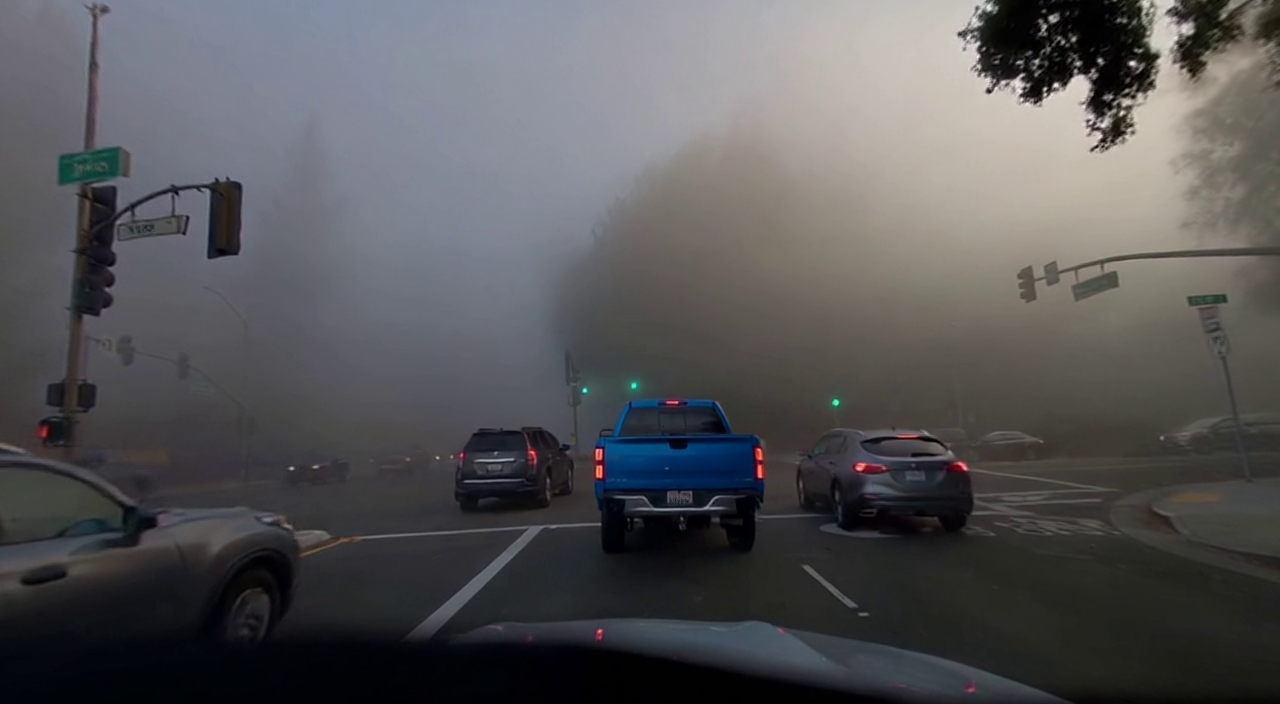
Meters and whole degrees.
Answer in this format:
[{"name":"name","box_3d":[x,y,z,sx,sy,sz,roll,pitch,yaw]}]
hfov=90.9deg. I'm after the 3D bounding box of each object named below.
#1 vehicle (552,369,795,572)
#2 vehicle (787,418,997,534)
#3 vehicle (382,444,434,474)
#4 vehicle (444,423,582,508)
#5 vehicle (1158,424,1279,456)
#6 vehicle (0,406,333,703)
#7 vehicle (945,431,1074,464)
[{"name":"vehicle","box_3d":[0.411,1.565,8.993,2.505,2.084,4.768,0,-8,2]},{"name":"vehicle","box_3d":[4.125,2.094,11.244,1.984,1.659,4.226,0,-8,0]},{"name":"vehicle","box_3d":[-16.217,7.470,44.306,1.884,1.931,4.375,0,-8,0]},{"name":"vehicle","box_3d":[-2.871,2.712,15.522,2.125,1.739,4.707,-1,-8,4]},{"name":"vehicle","box_3d":[27.779,4.175,29.897,4.681,1.458,1.908,0,-8,-1]},{"name":"vehicle","box_3d":[-3.353,0.951,2.351,1.998,1.481,4.656,0,-8,1]},{"name":"vehicle","box_3d":[16.901,4.376,28.952,4.809,1.458,1.842,0,-8,-3]}]
